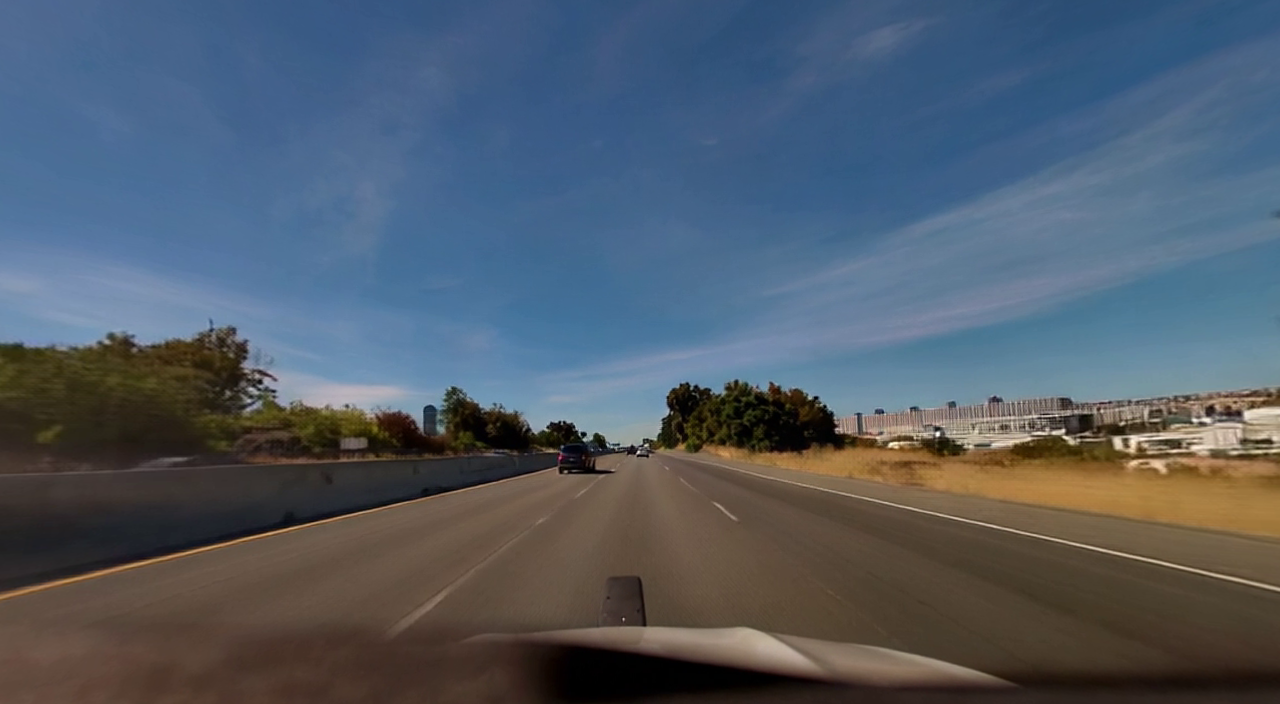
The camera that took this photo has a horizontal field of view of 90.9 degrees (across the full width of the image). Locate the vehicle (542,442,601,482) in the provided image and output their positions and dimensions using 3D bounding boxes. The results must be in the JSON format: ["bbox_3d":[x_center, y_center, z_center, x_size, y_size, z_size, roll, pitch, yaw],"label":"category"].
[{"bbox_3d":[-2.859,4.698,27.178,1.965,1.556,3.971,-1,-9,2],"label":"vehicle"}]
